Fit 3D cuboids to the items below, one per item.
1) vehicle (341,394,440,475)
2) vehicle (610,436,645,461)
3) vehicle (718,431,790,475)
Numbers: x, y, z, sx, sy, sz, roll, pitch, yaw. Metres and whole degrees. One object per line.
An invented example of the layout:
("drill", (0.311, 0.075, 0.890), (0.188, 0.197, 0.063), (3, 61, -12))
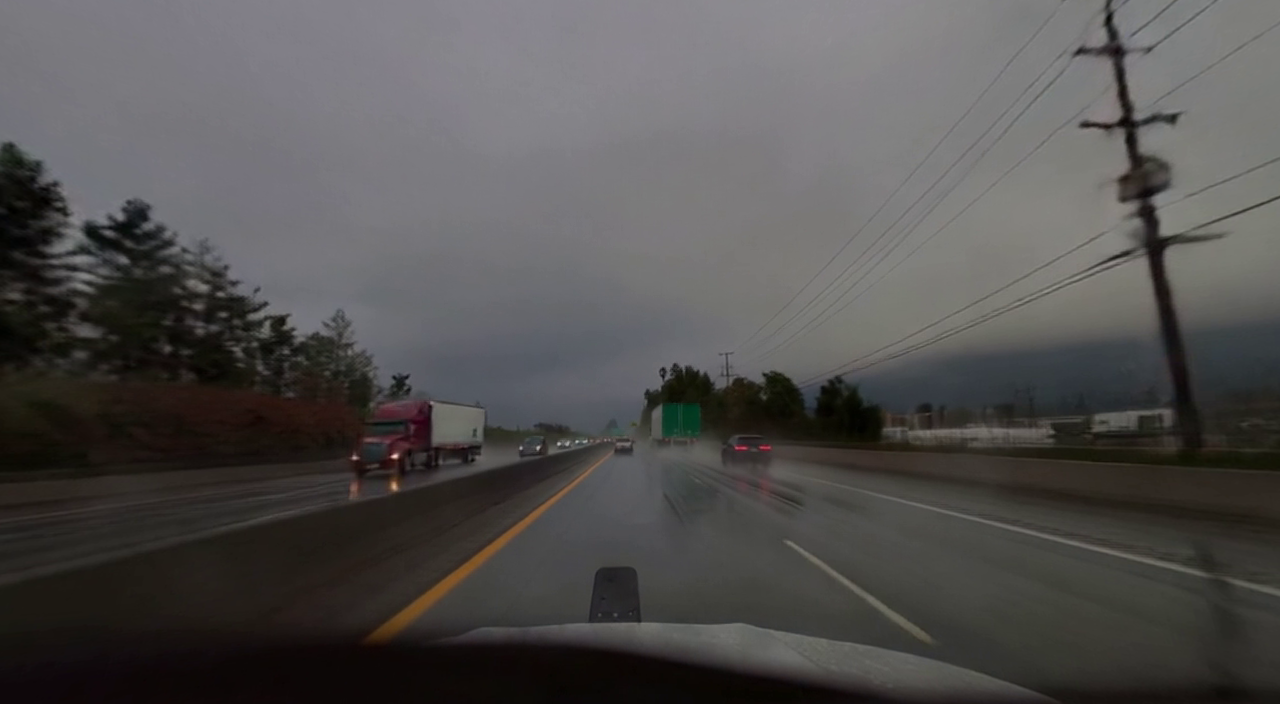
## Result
("vehicle", (-13.787, 4.630, 35.466), (3.005, 4.138, 6.065), (0, -8, -1))
("vehicle", (-0.797, 6.205, 40.746), (2.163, 1.466, 3.693), (0, -8, -1))
("vehicle", (4.331, 3.883, 24.534), (1.930, 1.573, 3.853), (0, -8, -2))
